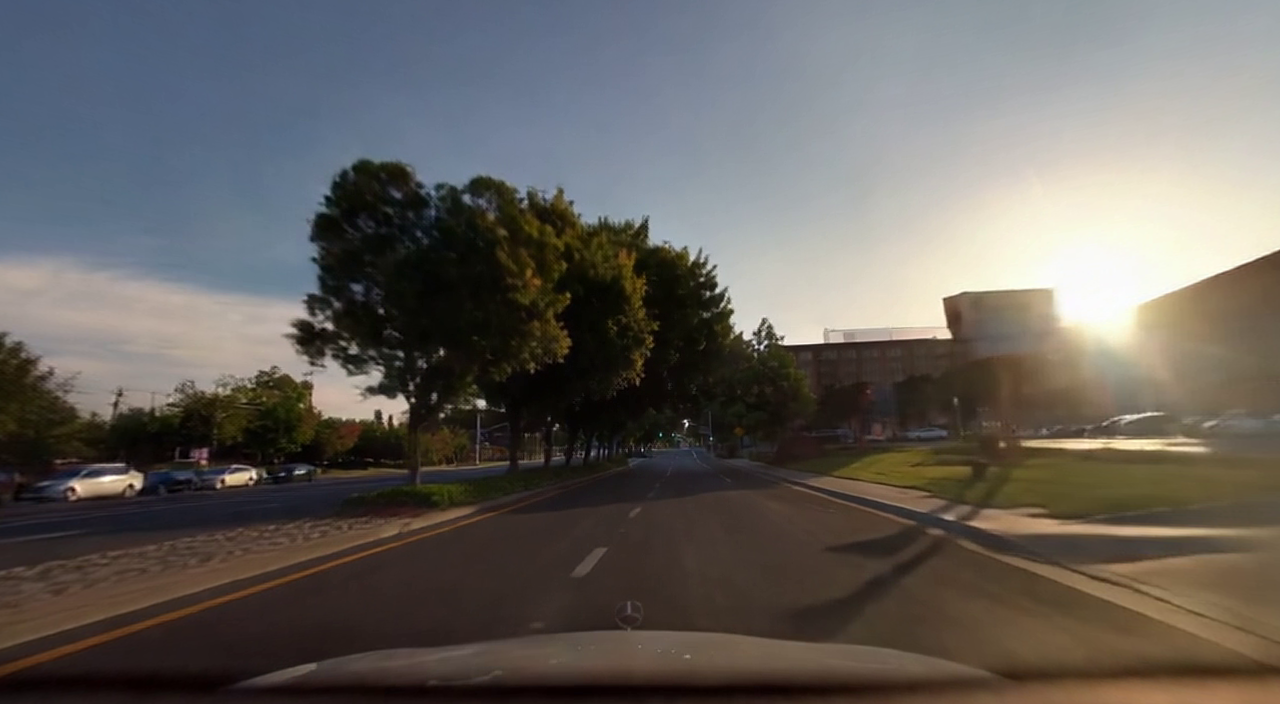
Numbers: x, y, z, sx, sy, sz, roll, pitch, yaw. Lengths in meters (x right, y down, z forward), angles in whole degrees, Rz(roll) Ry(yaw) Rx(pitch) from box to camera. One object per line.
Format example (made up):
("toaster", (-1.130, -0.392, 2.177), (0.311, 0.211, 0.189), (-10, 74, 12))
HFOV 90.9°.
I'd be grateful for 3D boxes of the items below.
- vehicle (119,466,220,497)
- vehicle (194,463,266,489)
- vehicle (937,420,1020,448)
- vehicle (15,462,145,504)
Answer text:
("vehicle", (-24.583, 6.755, 33.138), (1.827, 1.370, 4.191), (-1, -9, 6))
("vehicle", (-30.056, 9.087, 46.365), (1.851, 1.682, 4.631), (0, -9, 5))
("vehicle", (18.057, 4.412, 33.730), (3.464, 1.409, 1.598), (0, -9, 4))
("vehicle", (-28.087, 6.545, 31.870), (2.009, 1.798, 4.673), (0, -9, 4))
